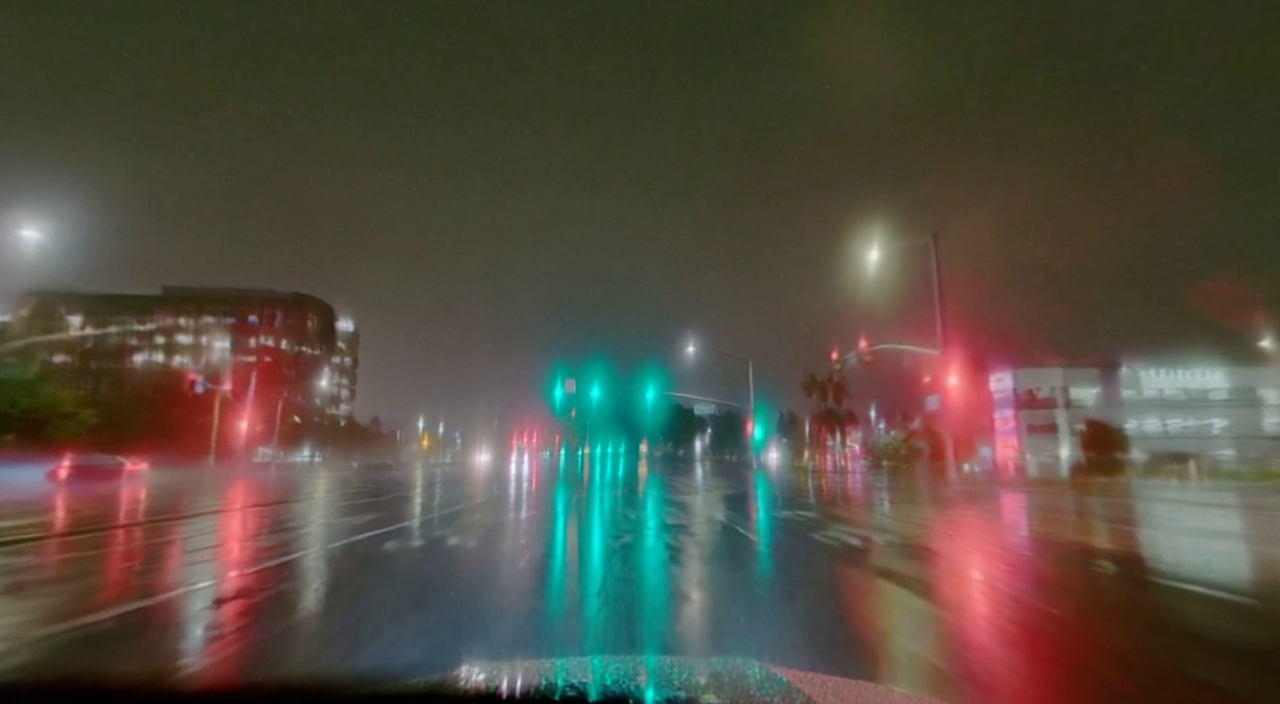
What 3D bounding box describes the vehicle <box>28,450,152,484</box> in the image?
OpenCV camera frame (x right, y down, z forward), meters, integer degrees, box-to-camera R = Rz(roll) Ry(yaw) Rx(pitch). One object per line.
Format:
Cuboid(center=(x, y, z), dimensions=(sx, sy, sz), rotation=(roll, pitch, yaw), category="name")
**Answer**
Cuboid(center=(-35.607, 7.427, 41.016), dimensions=(6.154, 2.082, 2.181), rotation=(0, -8, 4), category="vehicle")
